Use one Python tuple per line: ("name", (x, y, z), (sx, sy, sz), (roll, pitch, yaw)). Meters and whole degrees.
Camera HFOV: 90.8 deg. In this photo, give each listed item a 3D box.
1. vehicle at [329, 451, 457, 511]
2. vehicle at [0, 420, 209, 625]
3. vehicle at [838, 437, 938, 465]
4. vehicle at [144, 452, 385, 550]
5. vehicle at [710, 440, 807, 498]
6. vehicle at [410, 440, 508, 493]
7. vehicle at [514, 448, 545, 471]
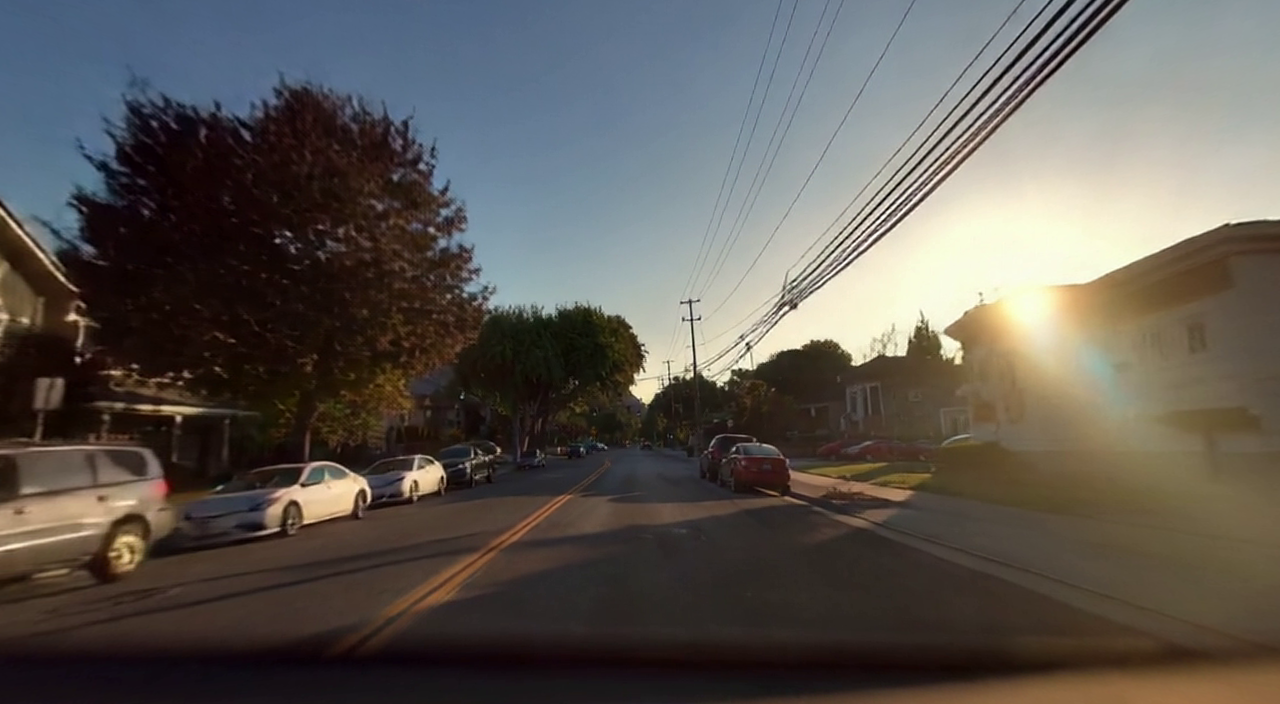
("vehicle", (-6.885, 3.604, 18.209), (1.854, 1.460, 4.582), (0, -8, -1))
("vehicle", (-6.738, 1.620, 6.241), (1.963, 1.820, 4.297), (0, -8, -2))
("vehicle", (16.122, 6.464, 41.278), (5.662, 1.761, 2.050), (0, -8, 0))
("vehicle", (-6.853, 2.713, 12.285), (1.860, 1.469, 4.573), (0, -8, 0))
("vehicle", (3.288, 3.342, 18.479), (1.869, 1.453, 4.237), (0, -8, -2))
("vehicle", (-6.806, 4.350, 24.475), (2.151, 1.789, 5.482), (0, -8, 0))
("vehicle", (-7.699, 7.500, 44.237), (1.902, 1.456, 4.451), (1, -9, -7))
